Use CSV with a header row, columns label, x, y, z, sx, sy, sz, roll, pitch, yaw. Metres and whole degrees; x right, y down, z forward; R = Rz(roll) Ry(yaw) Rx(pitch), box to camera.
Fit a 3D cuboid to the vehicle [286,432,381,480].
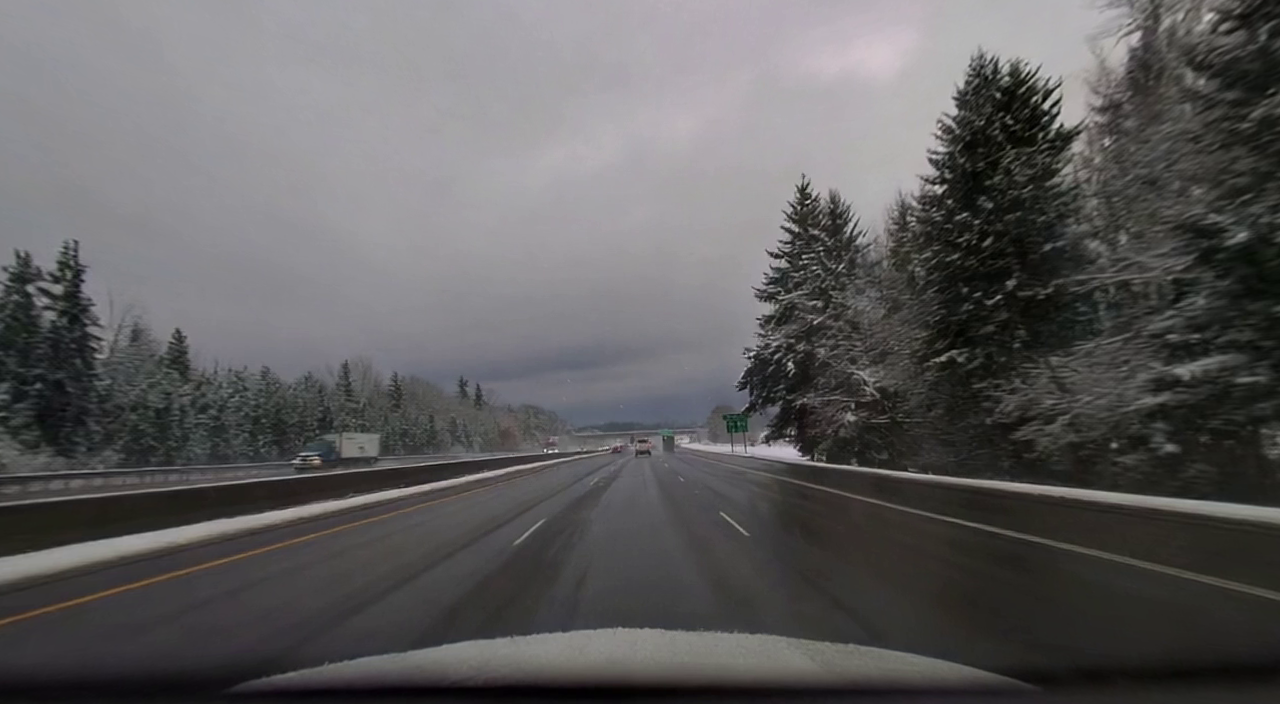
label,x,y,z,sx,sy,sz,roll,pitch,yaw
vehicle,-19.672,6.733,40.917,2.676,2.841,6.852,-1,-9,0
